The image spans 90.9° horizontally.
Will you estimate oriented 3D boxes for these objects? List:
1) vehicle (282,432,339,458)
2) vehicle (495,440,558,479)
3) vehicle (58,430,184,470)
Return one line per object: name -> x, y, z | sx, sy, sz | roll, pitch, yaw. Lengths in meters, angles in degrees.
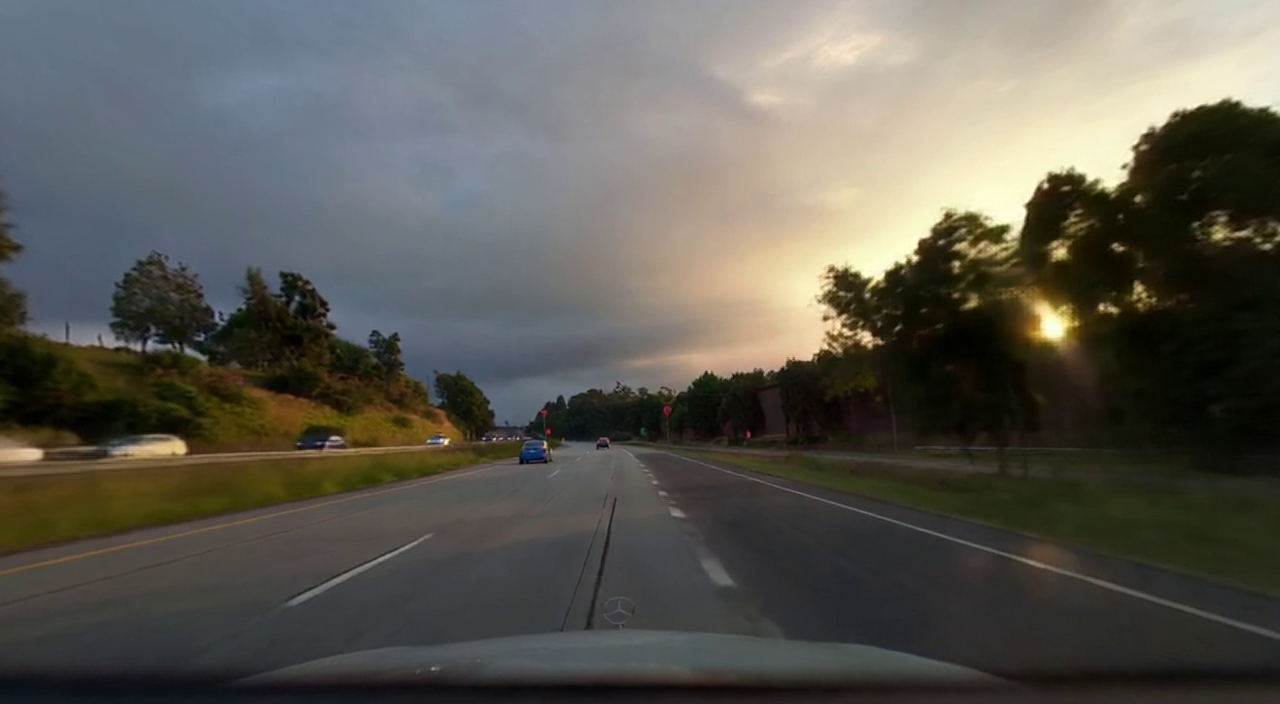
vehicle -> -20.799, 5.869, 39.944 | 1.748, 1.563, 3.580 | 0, -8, -3
vehicle -> -4.325, 4.134, 24.618 | 1.874, 1.369, 3.875 | 0, -8, -2
vehicle -> -20.462, 3.862, 25.068 | 1.898, 1.469, 3.720 | 0, -8, -2
